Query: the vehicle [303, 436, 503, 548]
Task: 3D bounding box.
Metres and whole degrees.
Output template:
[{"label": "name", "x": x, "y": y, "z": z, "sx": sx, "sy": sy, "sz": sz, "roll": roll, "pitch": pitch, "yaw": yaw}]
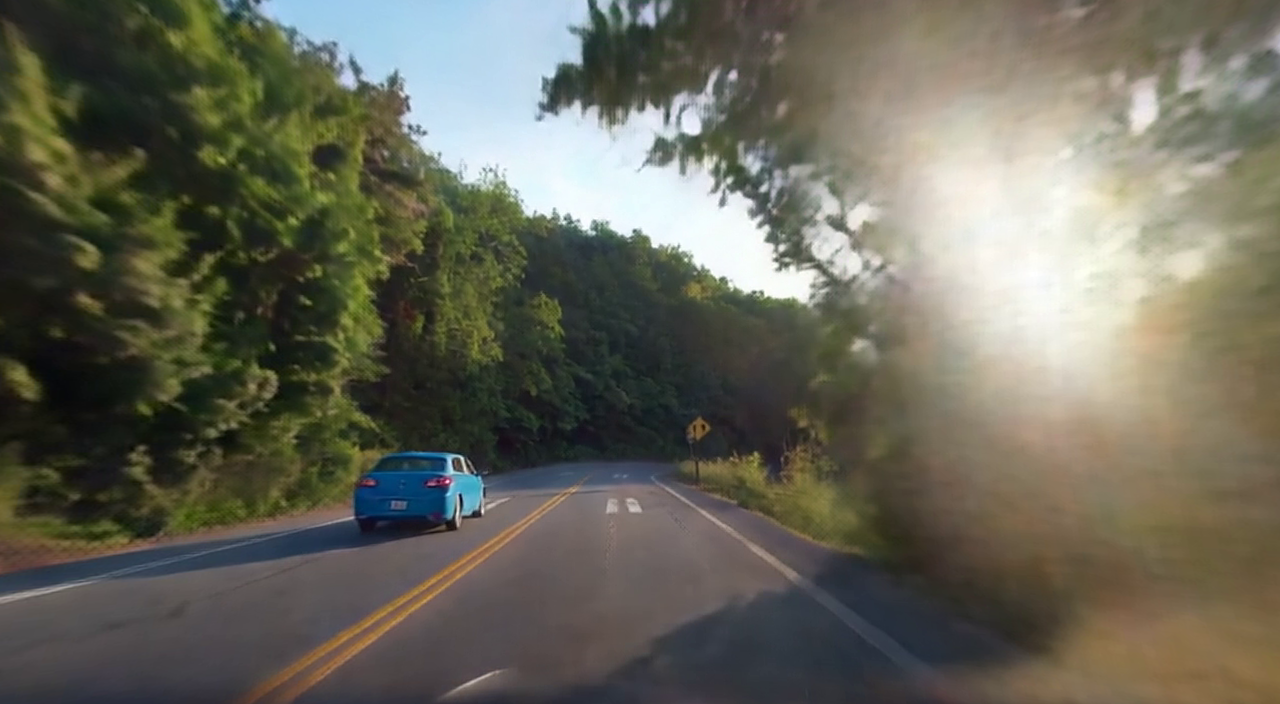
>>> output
[{"label": "vehicle", "x": -3.903, "y": 2.370, "z": 11.257, "sx": 2.078, "sy": 1.607, "sz": 3.959, "roll": 0, "pitch": -9, "yaw": -1}]
